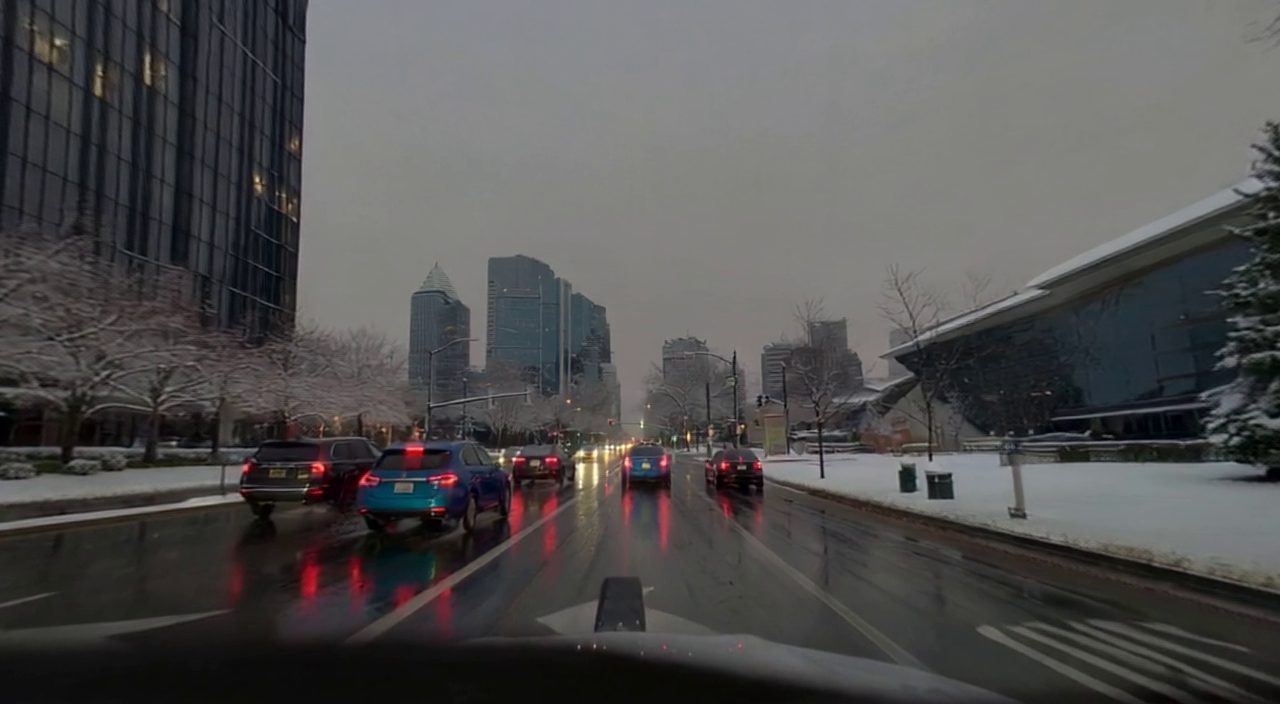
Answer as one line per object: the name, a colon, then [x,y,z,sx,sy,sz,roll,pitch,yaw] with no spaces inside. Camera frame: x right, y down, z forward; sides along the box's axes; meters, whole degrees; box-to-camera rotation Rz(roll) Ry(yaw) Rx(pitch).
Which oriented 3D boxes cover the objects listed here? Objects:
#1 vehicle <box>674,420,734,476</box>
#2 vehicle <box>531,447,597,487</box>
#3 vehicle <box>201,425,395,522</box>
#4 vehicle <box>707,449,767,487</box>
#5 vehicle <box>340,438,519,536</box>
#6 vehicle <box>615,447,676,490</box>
vehicle: [4.207,6.739,44.428,3.074,3.316,12.953,0,-9,1]
vehicle: [-3.086,4.746,26.429,2.044,1.508,4.479,0,-9,2]
vehicle: [-7.100,2.547,13.670,1.902,1.765,3.973,0,-9,1]
vehicle: [4.151,5.017,27.560,1.940,1.514,4.187,0,-9,-1]
vehicle: [-3.750,2.463,12.143,1.933,1.520,4.195,0,-9,1]
vehicle: [0.209,4.538,24.850,2.174,1.509,4.374,0,-9,0]
